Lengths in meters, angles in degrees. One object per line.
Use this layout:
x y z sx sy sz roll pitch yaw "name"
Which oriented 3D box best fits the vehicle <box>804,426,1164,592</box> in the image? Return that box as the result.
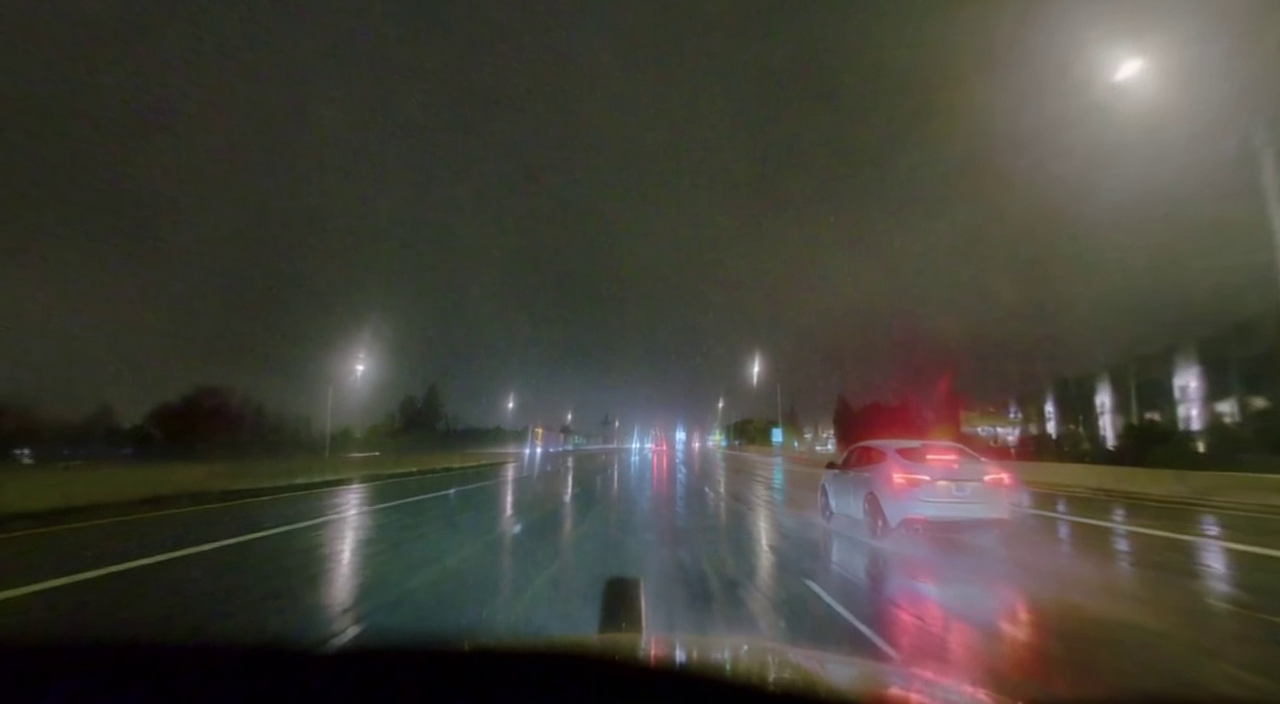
3.742 1.777 8.123 1.999 1.492 4.673 0 -8 0 "vehicle"
